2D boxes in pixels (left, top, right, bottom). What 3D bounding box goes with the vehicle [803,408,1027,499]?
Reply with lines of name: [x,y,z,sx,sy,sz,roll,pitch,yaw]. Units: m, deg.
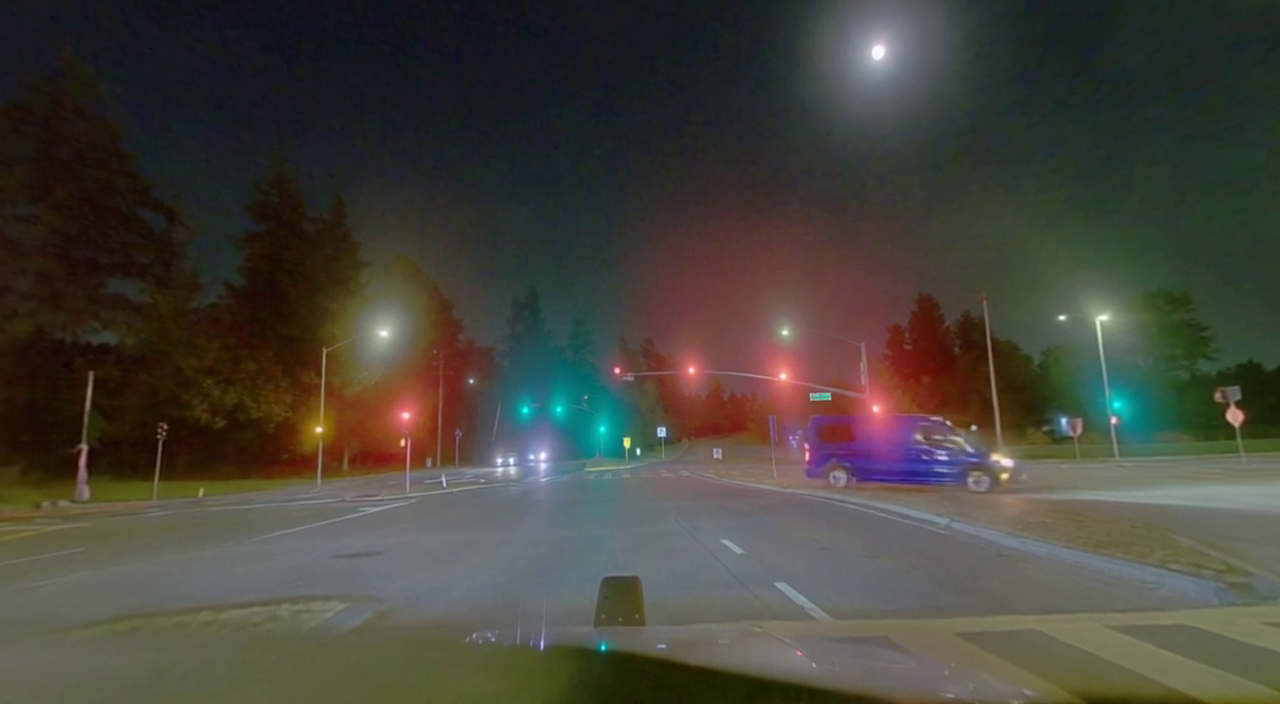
vehicle: [8.198,3.052,19.278,5.791,2.404,2.465,-4,-9,26]
